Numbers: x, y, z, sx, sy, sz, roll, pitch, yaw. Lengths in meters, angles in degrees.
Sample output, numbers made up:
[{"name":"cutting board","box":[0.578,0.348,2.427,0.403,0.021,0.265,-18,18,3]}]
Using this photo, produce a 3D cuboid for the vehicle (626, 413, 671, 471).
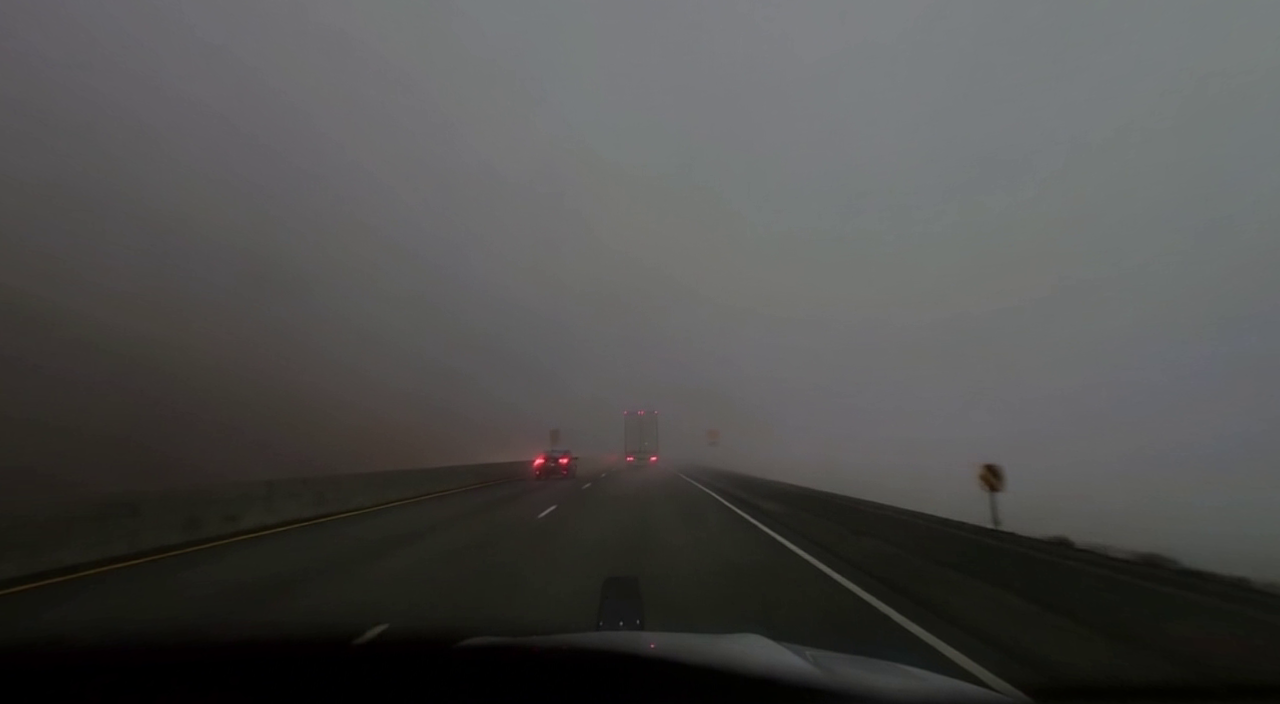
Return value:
[{"name":"vehicle","box":[0.456,6.774,47.167,2.864,3.805,9.500,0,-9,-2]}]

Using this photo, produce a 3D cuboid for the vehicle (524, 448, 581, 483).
[{"name":"vehicle","box":[-4.043,5.310,29.908,2.053,1.523,4.450,0,-9,1]}]
